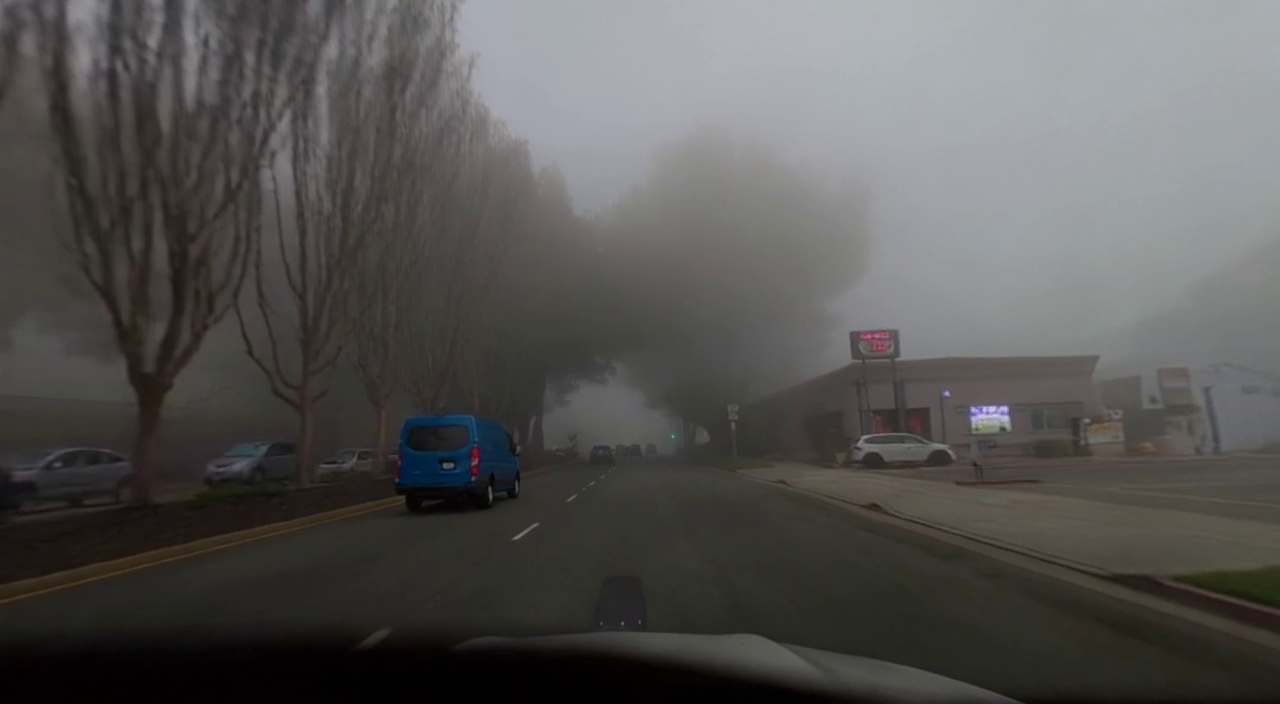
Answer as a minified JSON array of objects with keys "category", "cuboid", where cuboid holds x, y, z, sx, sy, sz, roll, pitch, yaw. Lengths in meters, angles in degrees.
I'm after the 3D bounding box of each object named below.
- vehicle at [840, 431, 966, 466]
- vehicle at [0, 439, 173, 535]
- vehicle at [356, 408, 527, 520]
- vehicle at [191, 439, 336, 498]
[{"category":"vehicle","cuboid":[11.360,4.198,27.395,4.607,1.471,1.982,0,-8,1]},{"category":"vehicle","cuboid":[-12.150,2.574,12.465,2.024,1.656,4.837,0,-8,0]},{"category":"vehicle","cuboid":[-3.985,2.350,13.729,2.152,1.987,4.952,0,-8,-1]},{"category":"vehicle","cuboid":[-11.759,3.618,20.007,2.044,1.649,4.211,0,-8,-1]}]
